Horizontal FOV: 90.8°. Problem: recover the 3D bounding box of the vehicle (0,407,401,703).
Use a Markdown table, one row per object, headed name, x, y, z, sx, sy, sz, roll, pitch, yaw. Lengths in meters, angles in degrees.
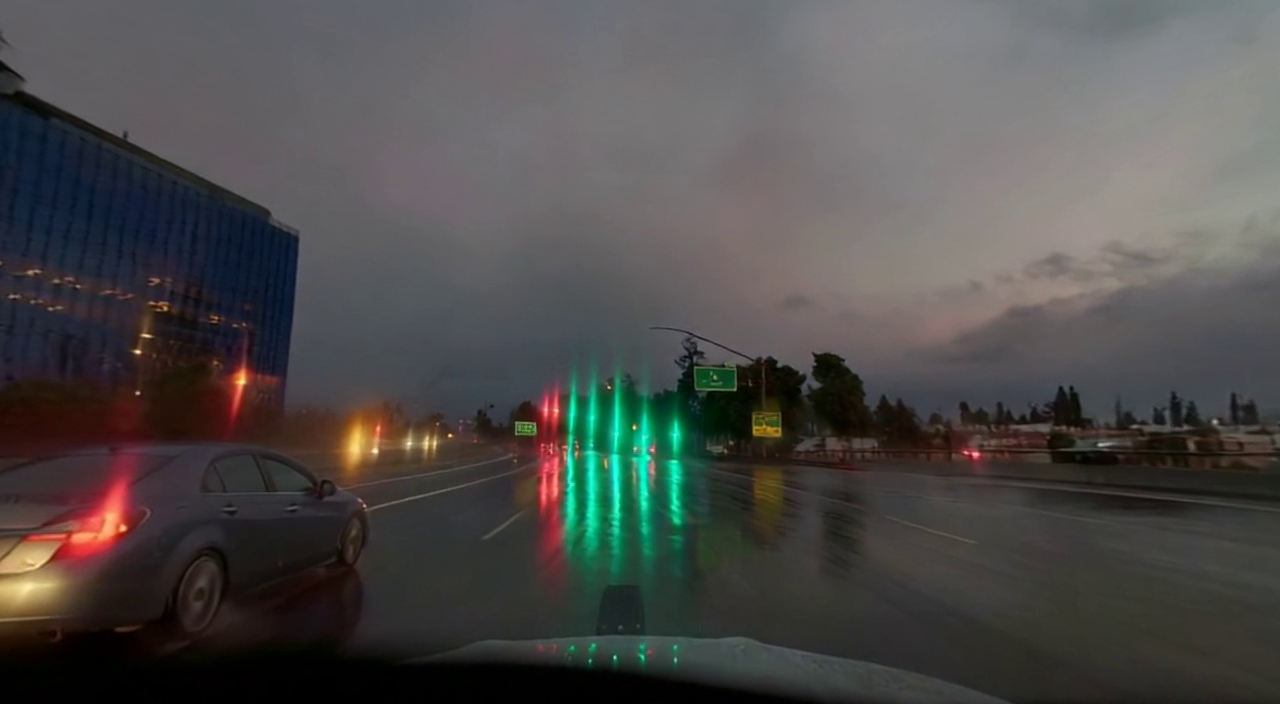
| name | x | y | z | sx | sy | sz | roll | pitch | yaw |
| --- | --- | --- | --- | --- | --- | --- | --- | --- | --- |
| vehicle | -3.905 | 1.337 | 5.383 | 2.018 | 1.476 | 4.364 | 0 | -8 | 0 |
